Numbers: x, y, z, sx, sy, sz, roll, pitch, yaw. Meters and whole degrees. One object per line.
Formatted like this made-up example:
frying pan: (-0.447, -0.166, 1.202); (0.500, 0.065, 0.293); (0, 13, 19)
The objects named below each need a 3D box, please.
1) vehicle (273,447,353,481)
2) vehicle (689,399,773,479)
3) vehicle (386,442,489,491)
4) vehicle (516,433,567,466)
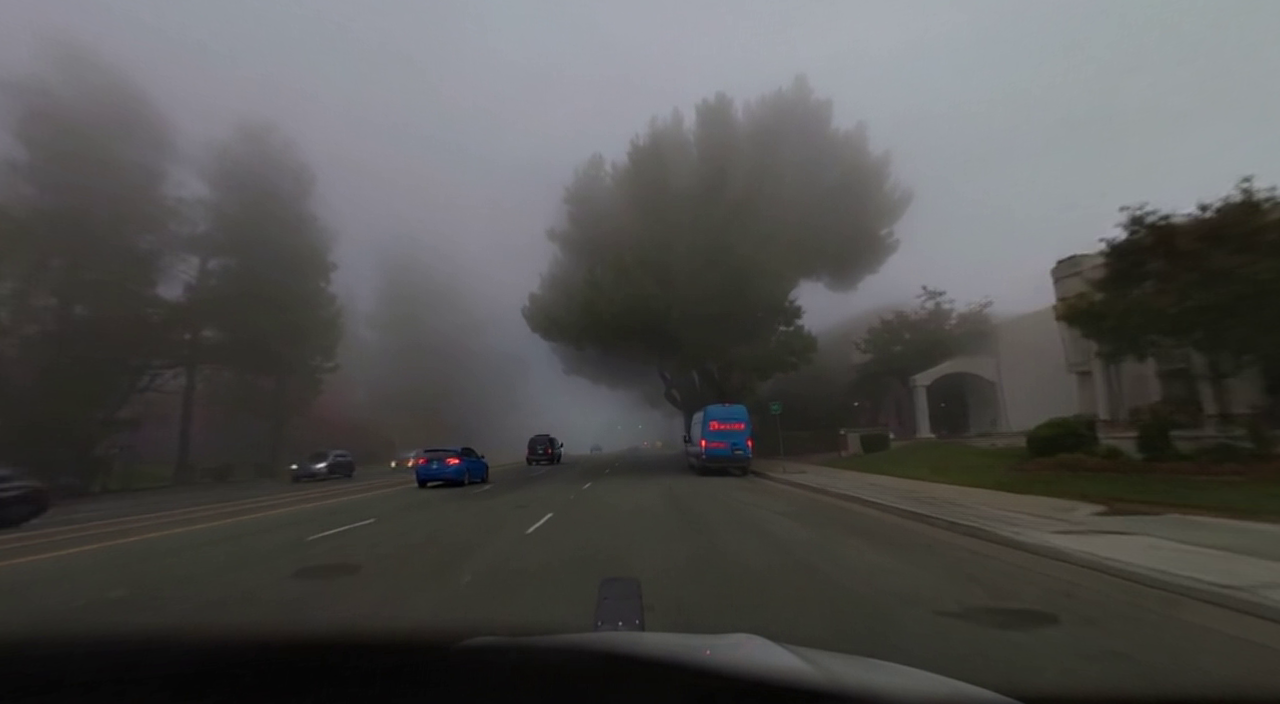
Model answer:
vehicle: (-17.817, 6.105, 34.700); (1.945, 1.702, 4.438); (0, -9, 1)
vehicle: (3.632, 3.667, 26.401); (2.791, 3.026, 4.668); (0, -9, 0)
vehicle: (-6.708, 3.821, 21.485); (1.970, 1.456, 4.441); (0, -9, 1)
vehicle: (-6.396, 6.438, 41.772); (2.332, 2.039, 5.678); (0, -9, 1)
